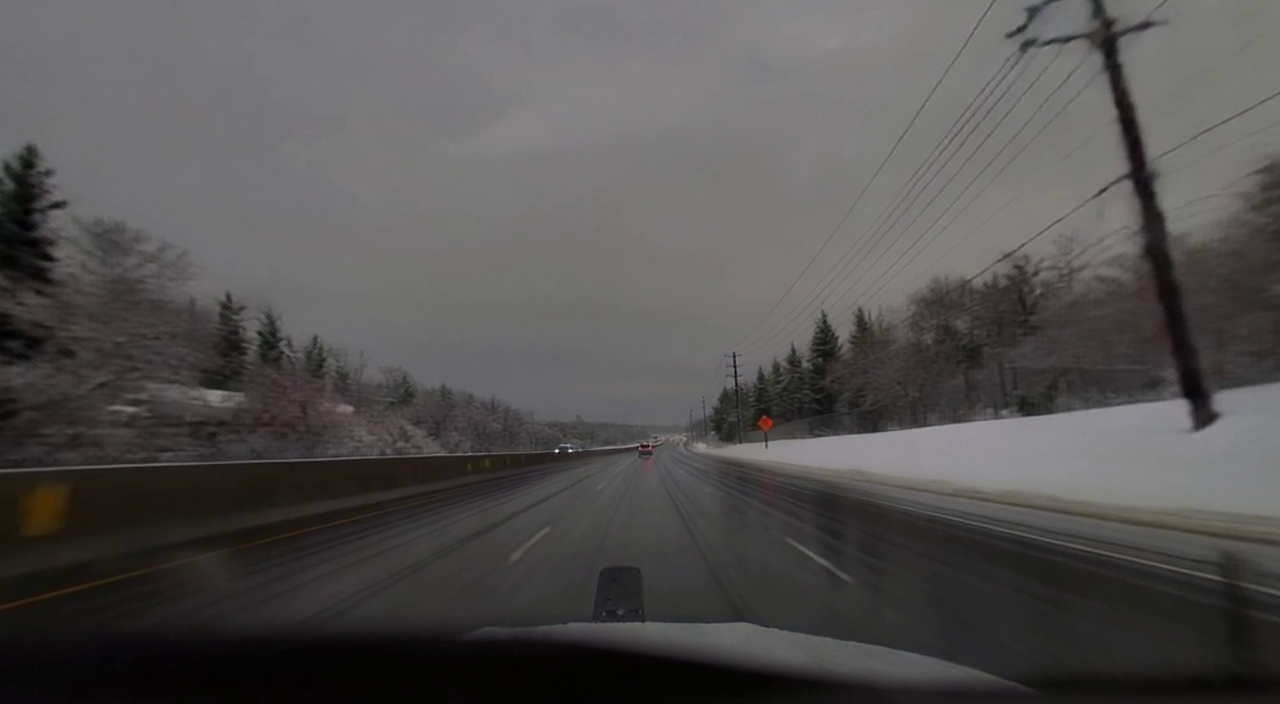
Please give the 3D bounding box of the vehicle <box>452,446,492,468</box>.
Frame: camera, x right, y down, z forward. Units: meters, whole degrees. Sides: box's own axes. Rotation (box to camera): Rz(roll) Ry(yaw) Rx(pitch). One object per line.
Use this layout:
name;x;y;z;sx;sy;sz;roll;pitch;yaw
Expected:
vehicle;-11.078;6.971;41.875;1.551;1.382;3.595;0;-10;2

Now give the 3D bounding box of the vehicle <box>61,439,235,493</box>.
vehicle;-14.750;3.425;19.303;1.822;1.434;4.298;0;-9;0
